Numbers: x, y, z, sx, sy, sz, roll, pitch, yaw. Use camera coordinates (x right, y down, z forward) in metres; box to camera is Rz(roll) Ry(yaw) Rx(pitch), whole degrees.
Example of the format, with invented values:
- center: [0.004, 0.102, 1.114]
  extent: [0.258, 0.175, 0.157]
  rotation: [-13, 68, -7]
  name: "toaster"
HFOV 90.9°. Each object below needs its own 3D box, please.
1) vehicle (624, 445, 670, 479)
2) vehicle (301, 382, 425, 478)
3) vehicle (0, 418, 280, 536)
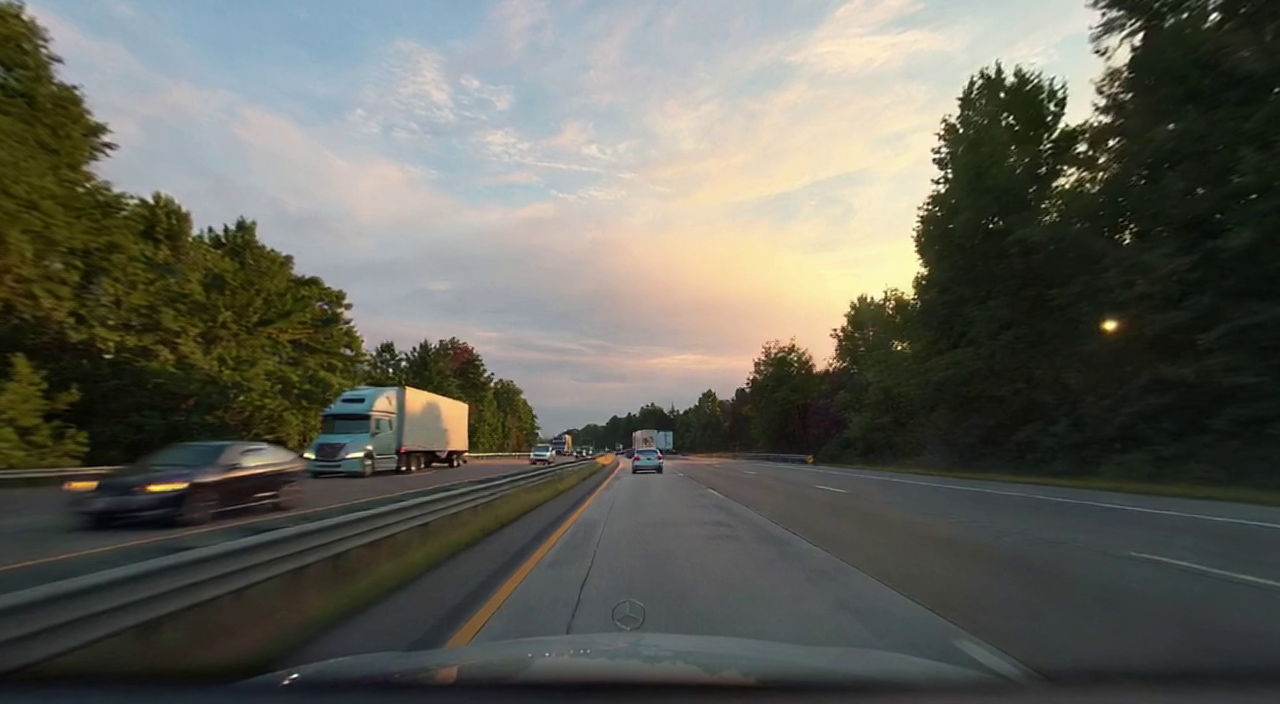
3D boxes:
- center: [0.271, 5.367, 31.006]
  extent: [2.069, 1.523, 4.012]
  rotation: [0, -9, -2]
  name: "vehicle"
- center: [-12.473, 3.654, 29.083]
  extent: [2.983, 3.990, 5.739]
  rotation: [0, -9, 0]
  name: "vehicle"
- center: [-8.067, 1.960, 10.375]
  extent: [1.935, 1.557, 3.904]
  rotation: [0, -9, 0]
  name: "vehicle"
